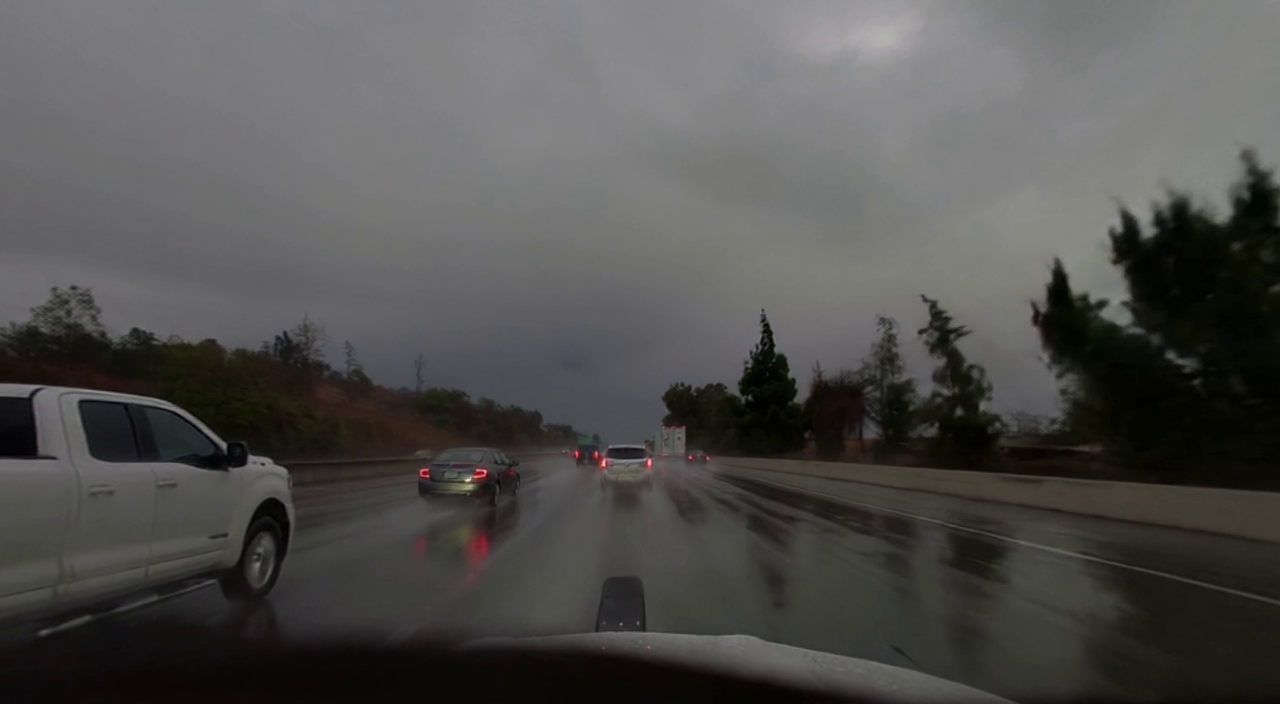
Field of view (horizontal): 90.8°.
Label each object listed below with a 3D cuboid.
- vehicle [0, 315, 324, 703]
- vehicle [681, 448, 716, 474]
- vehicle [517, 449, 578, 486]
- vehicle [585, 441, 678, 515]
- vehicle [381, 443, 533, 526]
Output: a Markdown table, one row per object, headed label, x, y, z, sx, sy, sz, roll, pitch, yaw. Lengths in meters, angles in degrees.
| label | x | y | z | sx | sy | sz | roll | pitch | yaw |
| --- | --- | --- | --- | --- | --- | --- | --- | --- | --- |
| vehicle | -3.921 | 0.831 | 2.981 | 2.243 | 1.889 | 4.949 | 0 | -9 | 0 |
| vehicle | 3.762 | 7.087 | 41.173 | 1.858 | 1.537 | 3.838 | 0 | -9 | -1 |
| vehicle | -3.995 | 5.056 | 27.947 | 1.999 | 1.484 | 4.269 | 0 | -9 | 0 |
| vehicle | -0.198 | 2.994 | 15.406 | 1.996 | 1.574 | 3.426 | 0 | -9 | -1 |
| vehicle | -3.732 | 2.784 | 13.833 | 1.988 | 1.501 | 4.438 | 0 | -9 | 0 |
